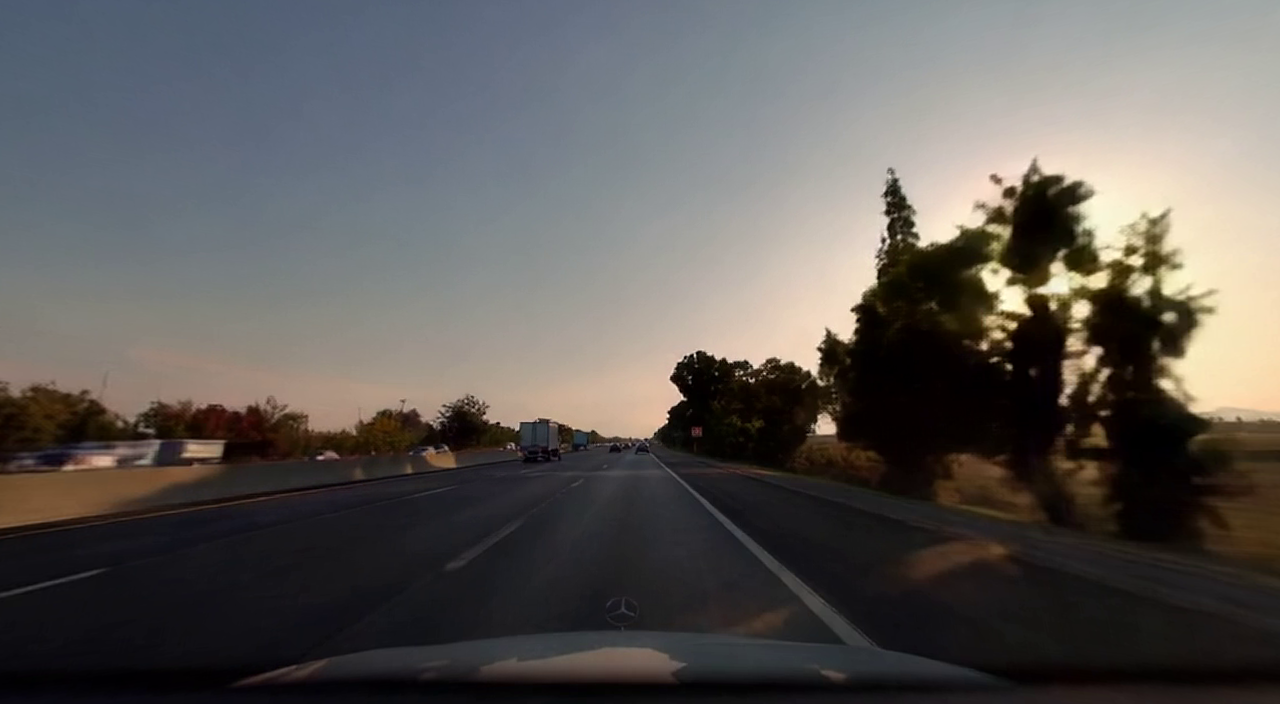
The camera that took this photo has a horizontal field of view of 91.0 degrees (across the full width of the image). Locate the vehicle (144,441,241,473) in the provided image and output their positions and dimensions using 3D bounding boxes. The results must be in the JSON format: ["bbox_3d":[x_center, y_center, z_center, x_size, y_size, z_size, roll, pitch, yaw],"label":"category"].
[{"bbox_3d":[-33.657,7.910,47.716,2.493,2.210,6.521,0,-9,1],"label":"vehicle"}]

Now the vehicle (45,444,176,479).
[{"bbox_3d":[-33.652,6.963,40.450,2.630,2.038,6.581,0,-9,1],"label":"vehicle"}]

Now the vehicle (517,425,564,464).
[{"bbox_3d":[-7.398,6.966,47.396,2.444,2.685,5.893,0,-9,1],"label":"vehicle"}]
